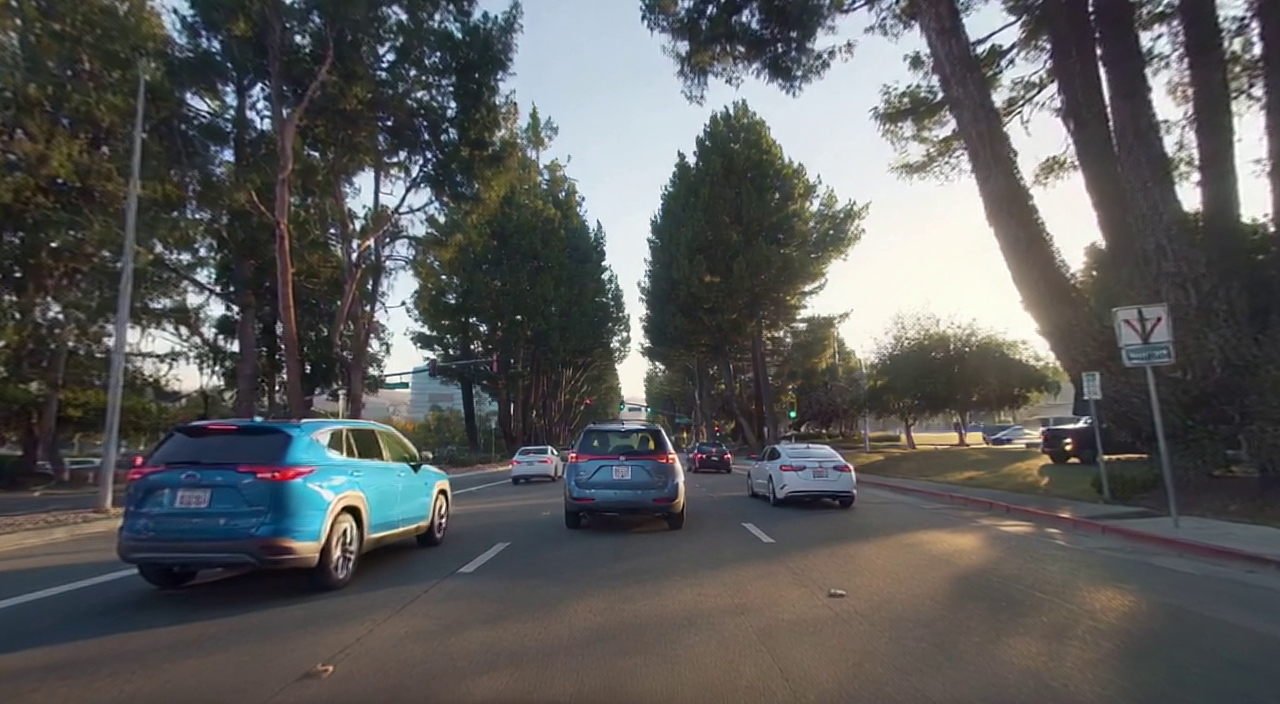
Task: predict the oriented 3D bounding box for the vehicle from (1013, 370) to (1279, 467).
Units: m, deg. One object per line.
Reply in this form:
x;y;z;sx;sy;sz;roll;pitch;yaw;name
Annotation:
17.825;2.400;22.397;7.314;3.230;2.680;0;-8;-1;vehicle

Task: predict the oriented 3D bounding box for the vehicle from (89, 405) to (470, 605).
-3.716;1.643;7.661;2.039;1.709;4.265;0;-8;1;vehicle

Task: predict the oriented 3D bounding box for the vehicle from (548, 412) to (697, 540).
-0.251;2.107;11.349;2.132;1.816;4.471;0;-8;0;vehicle

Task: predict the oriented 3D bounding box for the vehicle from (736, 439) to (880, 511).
3.890;2.934;15.608;2.036;1.480;4.659;0;-8;-3;vehicle

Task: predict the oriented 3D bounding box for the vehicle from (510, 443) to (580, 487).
-3.420;4.135;23.407;1.897;1.479;4.204;0;-8;1;vehicle

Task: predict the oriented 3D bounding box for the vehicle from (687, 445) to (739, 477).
3.528;5.299;31.068;1.996;1.443;4.270;0;-8;-1;vehicle
